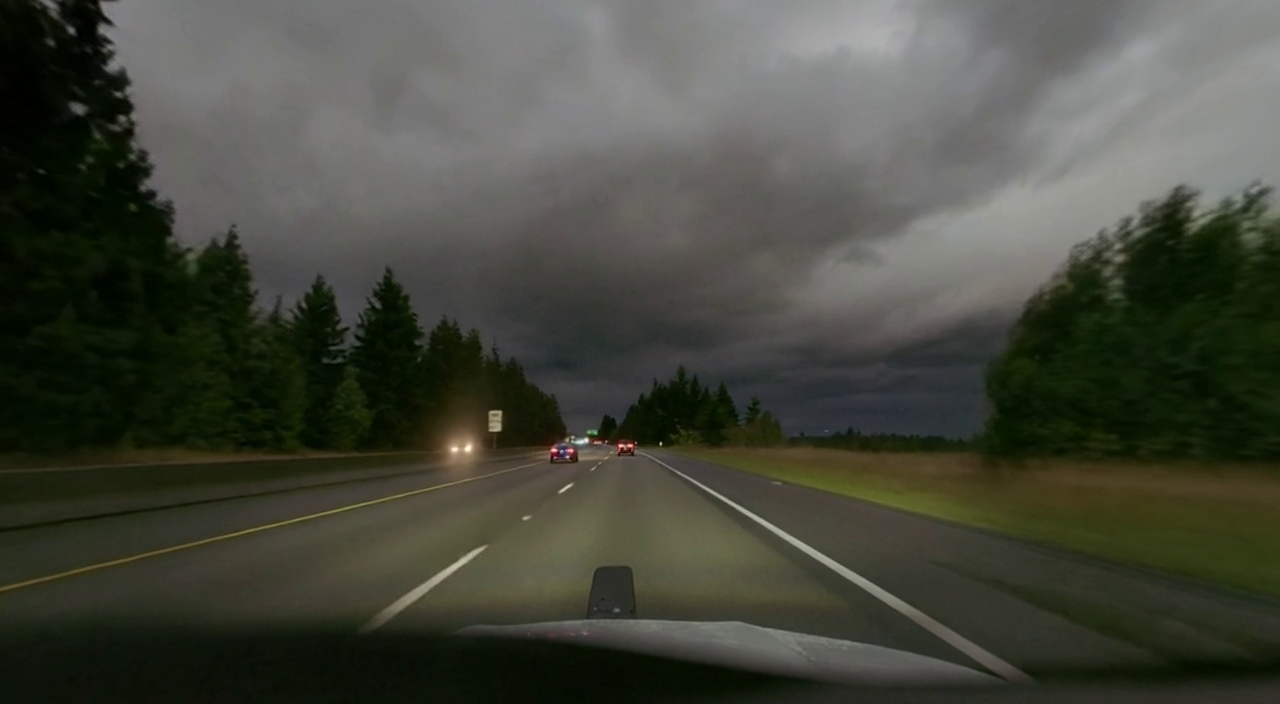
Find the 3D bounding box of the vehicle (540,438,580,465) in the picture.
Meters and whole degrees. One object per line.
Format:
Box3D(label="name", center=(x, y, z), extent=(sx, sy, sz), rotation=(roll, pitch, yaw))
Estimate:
Box3D(label="vehicle", center=(-5.075, 6.366, 40.489), extent=(2.111, 1.645, 4.382), rotation=(0, -8, -1))
